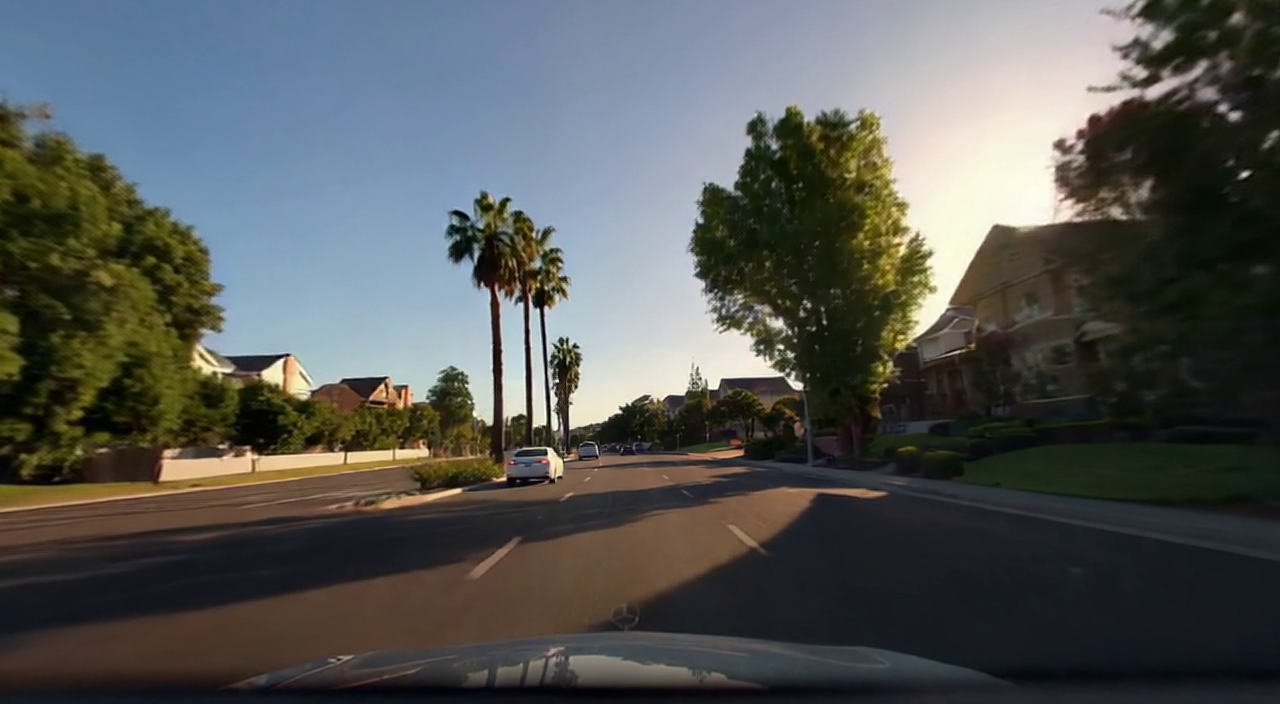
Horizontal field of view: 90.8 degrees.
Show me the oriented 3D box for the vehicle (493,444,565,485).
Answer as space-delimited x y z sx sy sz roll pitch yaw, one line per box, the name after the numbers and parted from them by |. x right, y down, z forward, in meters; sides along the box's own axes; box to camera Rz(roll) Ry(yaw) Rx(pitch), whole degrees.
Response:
-4.293 4.423 25.191 2.108 1.475 4.555 0 -9 -1 | vehicle
